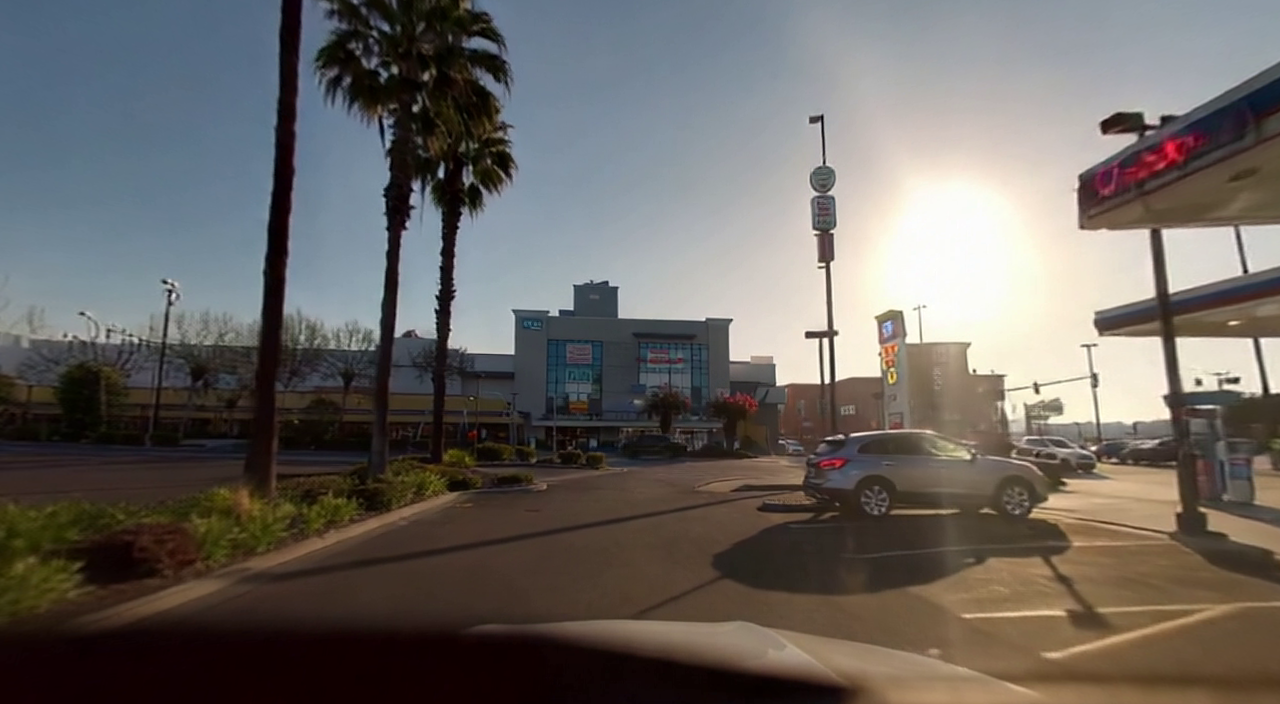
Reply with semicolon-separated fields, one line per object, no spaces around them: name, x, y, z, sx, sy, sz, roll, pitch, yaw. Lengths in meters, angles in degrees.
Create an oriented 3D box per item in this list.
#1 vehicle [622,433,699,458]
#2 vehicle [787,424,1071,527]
vehicle;1.535;7.271;49.007;5.763;1.840;2.077;1;-9;-2
vehicle;5.507;2.400;12.544;4.560;1.818;2.148;1;-9;-3
